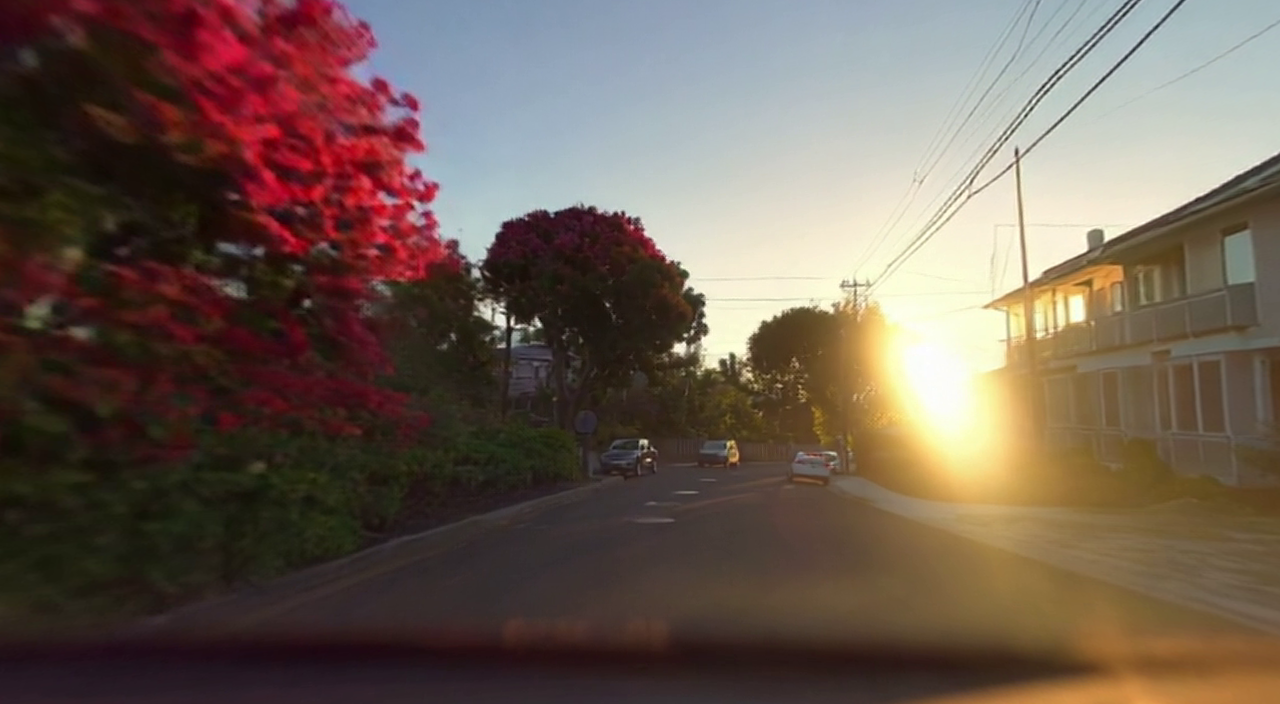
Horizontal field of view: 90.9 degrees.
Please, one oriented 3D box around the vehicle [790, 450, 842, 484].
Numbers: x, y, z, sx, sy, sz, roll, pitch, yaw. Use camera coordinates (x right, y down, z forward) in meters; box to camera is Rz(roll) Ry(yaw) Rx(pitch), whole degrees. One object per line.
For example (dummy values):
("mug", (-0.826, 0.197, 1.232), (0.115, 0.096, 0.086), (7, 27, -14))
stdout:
("vehicle", (8.587, 5.614, 31.137), (2.151, 1.468, 5.066), (-2, -9, 12))
